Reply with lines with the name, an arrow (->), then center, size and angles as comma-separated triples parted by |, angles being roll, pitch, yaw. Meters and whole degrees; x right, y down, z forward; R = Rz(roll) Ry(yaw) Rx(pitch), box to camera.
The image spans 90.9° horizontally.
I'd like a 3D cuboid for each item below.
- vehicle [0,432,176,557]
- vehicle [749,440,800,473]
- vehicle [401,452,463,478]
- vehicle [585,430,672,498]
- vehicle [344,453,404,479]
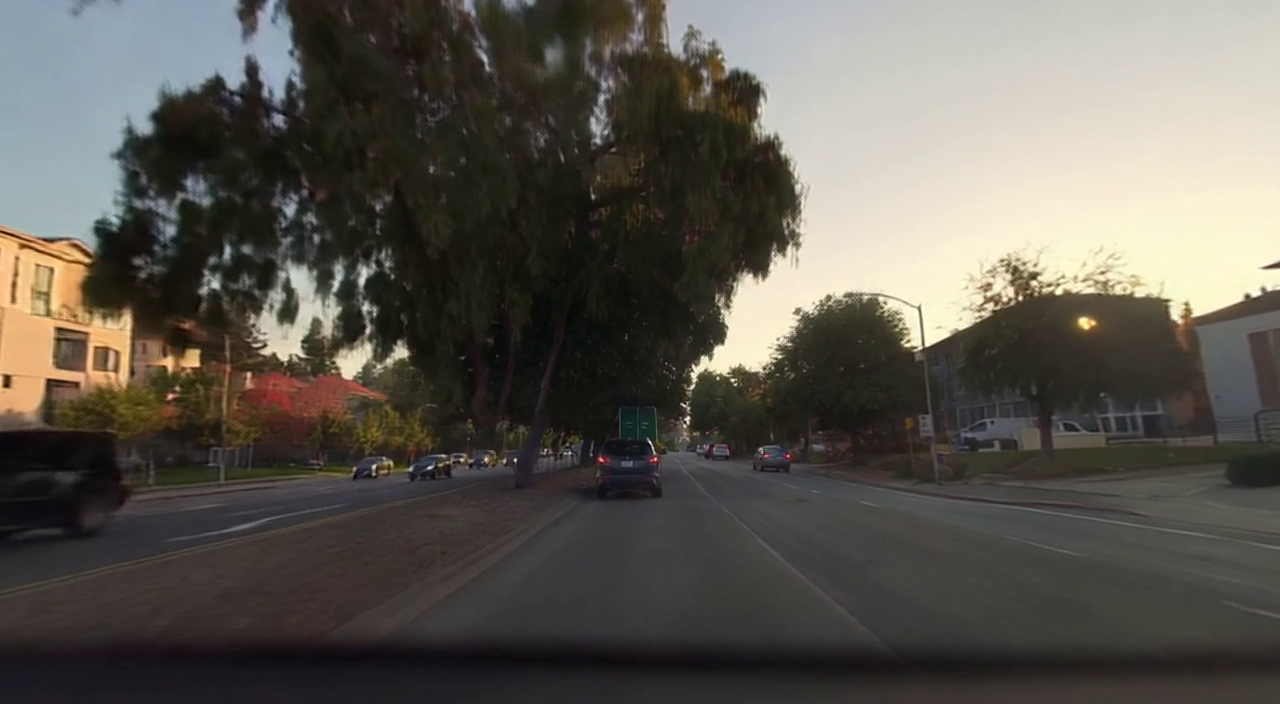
vehicle -> -10.933, 2.232, 9.942 | 2.238, 1.906, 6.264 | -1, -9, 2
vehicle -> 7.522, 5.899, 35.643 | 1.971, 1.722, 4.341 | 0, -9, 1
vehicle -> -13.141, 7.148, 40.169 | 2.198, 1.550, 4.824 | -1, -9, 2
vehicle -> -0.312, 3.373, 19.360 | 2.332, 1.798, 4.546 | 0, -9, 0
vehicle -> -20.411, 8.765, 48.639 | 2.056, 1.822, 5.400 | -1, -9, 3
